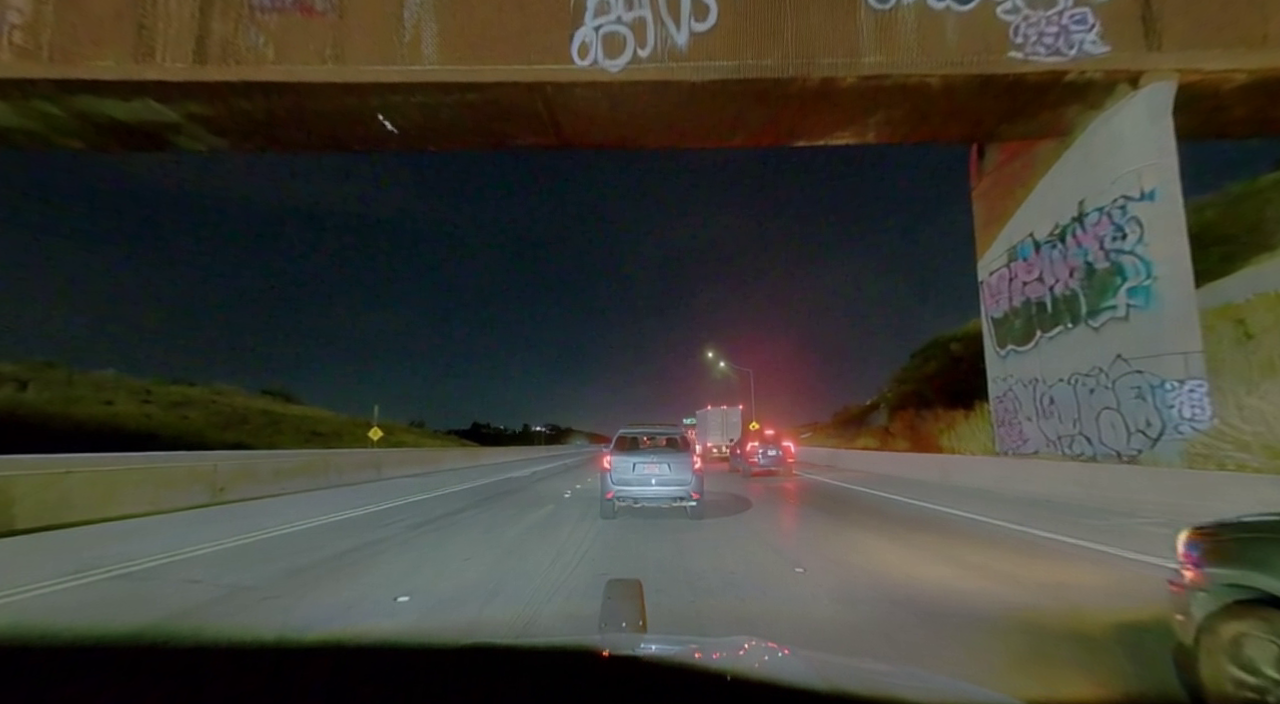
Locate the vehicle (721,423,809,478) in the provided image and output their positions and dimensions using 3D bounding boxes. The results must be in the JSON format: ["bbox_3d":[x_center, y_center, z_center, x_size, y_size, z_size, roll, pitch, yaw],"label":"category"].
[{"bbox_3d":[4.752,3.879,25.021,2.311,1.922,5.977,0,-8,0],"label":"vehicle"}]

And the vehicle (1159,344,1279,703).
[{"bbox_3d":[3.629,0.553,0.804,2.133,1.685,4.518,-1,-8,2],"label":"vehicle"}]

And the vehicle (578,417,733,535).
[{"bbox_3d":[0.252,2.064,11.022,2.193,1.651,3.946,0,-8,1],"label":"vehicle"}]
